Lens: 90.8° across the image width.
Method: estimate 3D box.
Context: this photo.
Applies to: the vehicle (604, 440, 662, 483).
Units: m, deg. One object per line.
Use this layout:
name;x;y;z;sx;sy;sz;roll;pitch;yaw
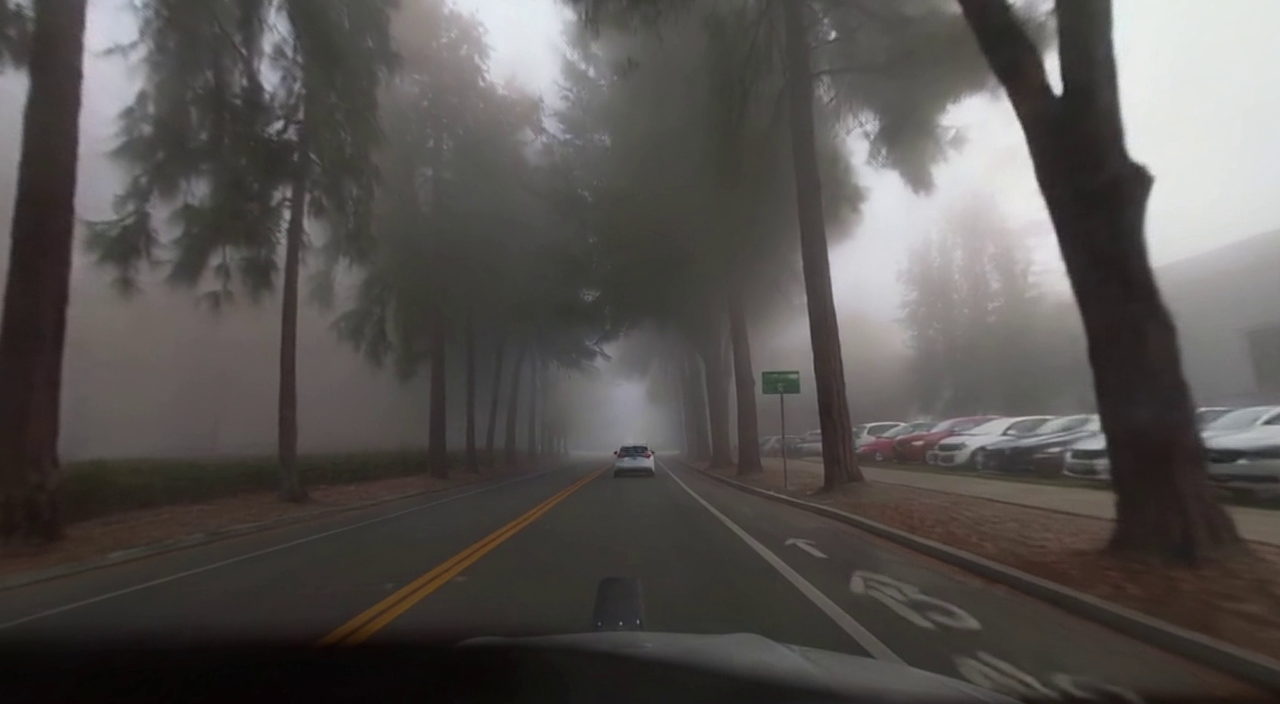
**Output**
vehicle;-0.289;4.453;26.026;2.152;1.574;4.223;-1;-8;-1
